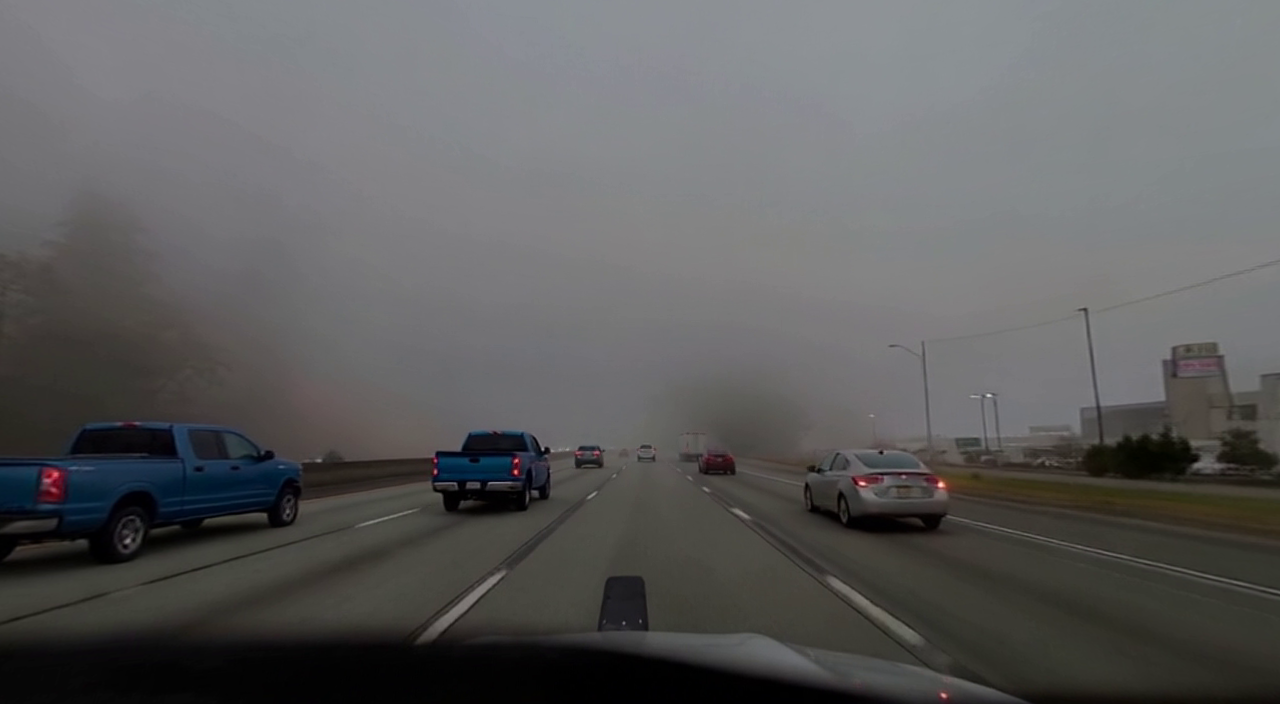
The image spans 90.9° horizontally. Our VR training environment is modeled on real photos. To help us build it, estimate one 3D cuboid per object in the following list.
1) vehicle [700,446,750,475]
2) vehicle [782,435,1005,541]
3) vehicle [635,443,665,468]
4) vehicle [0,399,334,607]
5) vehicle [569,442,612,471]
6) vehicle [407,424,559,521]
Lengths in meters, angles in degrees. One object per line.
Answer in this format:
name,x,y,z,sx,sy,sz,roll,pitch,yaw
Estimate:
vehicle,4.523,5.814,34.201,2.072,1.456,4.537,0,-8,0
vehicle,4.137,2.278,11.298,2.111,1.498,4.466,0,-8,0
vehicle,0.709,7.488,45.946,2.080,1.682,4.150,0,-8,0
vehicle,-6.499,1.703,8.177,2.428,1.812,5.131,0,-8,1
vehicle,-3.043,6.545,39.791,2.209,1.714,4.576,0,-8,1
vehicle,-3.212,2.578,14.054,2.146,1.775,4.553,0,-8,1
